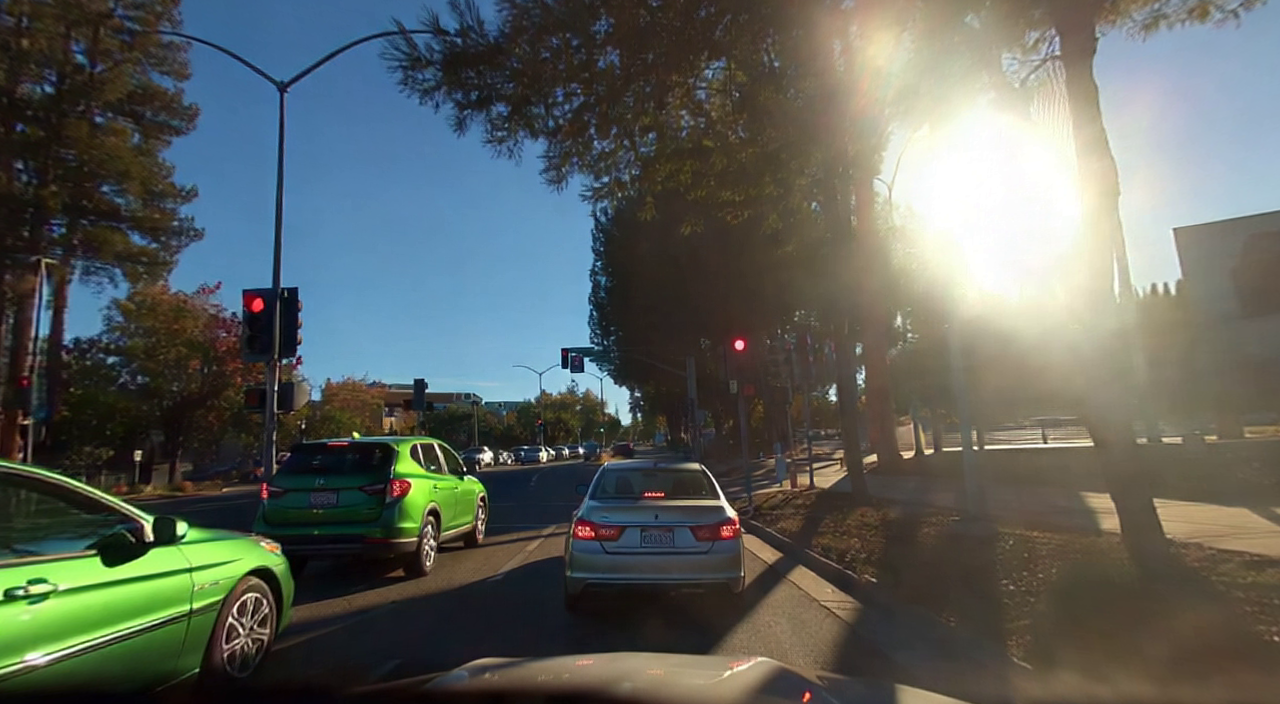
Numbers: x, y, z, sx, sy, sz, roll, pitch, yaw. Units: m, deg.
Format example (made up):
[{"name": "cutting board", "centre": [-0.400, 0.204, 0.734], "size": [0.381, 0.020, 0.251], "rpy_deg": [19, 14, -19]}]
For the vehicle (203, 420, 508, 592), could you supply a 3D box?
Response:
[{"name": "vehicle", "centre": [-3.166, 1.795, 8.136], "size": [1.950, 1.628, 4.082], "rpy_deg": [-1, -9, 1]}]

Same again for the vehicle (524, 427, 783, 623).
[{"name": "vehicle", "centre": [0.041, 1.590, 6.622], "size": [1.977, 1.467, 3.474], "rpy_deg": [0, -9, -2]}]

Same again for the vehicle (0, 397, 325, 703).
[{"name": "vehicle", "centre": [-3.145, 0.964, 2.422], "size": [1.808, 1.520, 3.846], "rpy_deg": [-1, -9, 1]}]
